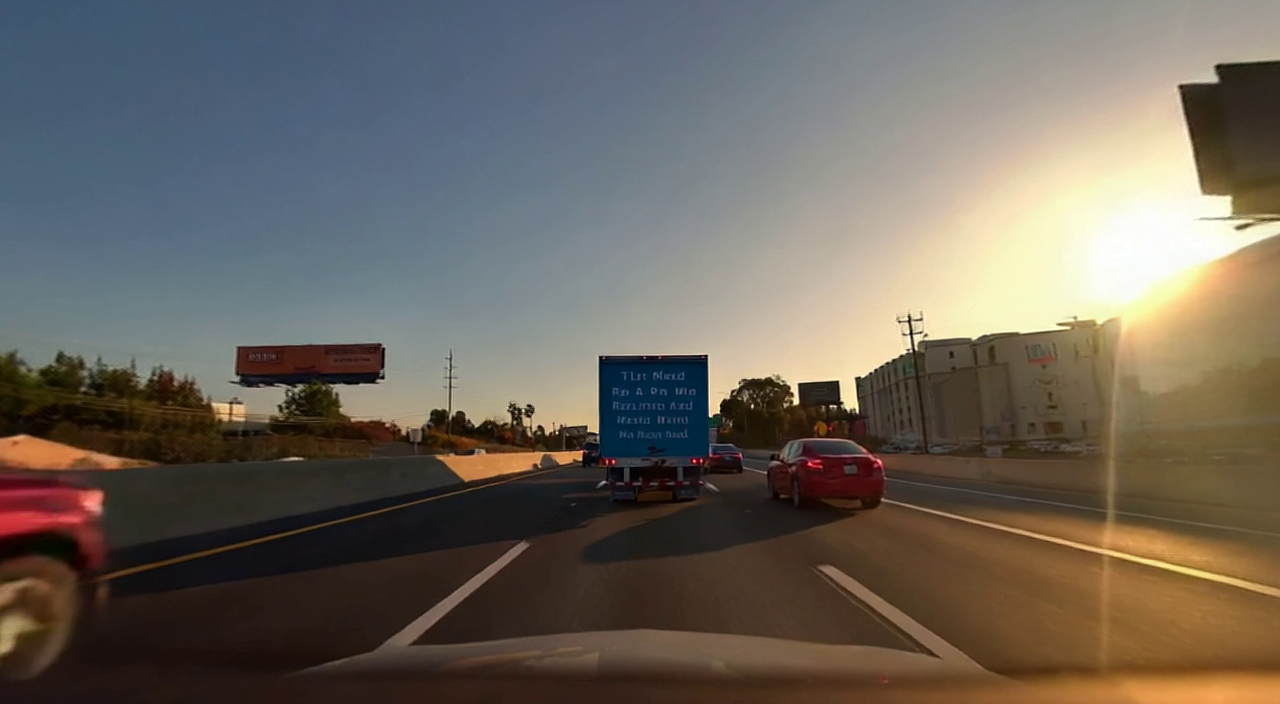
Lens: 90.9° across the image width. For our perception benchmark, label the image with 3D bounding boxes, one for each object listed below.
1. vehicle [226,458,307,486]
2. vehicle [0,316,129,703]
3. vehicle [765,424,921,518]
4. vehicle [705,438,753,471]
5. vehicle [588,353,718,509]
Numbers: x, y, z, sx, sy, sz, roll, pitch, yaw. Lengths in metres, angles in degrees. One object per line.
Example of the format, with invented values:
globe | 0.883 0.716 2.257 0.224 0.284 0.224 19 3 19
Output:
vehicle | -23.296 7.497 39.603 1.805 1.515 4.657 -1 -8 8
vehicle | -3.404 0.537 0.595 2.133 1.808 4.349 0 -8 0
vehicle | 4.198 2.517 13.894 1.986 1.718 4.296 0 -8 0
vehicle | 4.851 5.684 35.137 2.066 1.692 4.339 0 -8 0
vehicle | 0.354 2.289 17.700 2.733 3.296 8.571 0 -8 1
